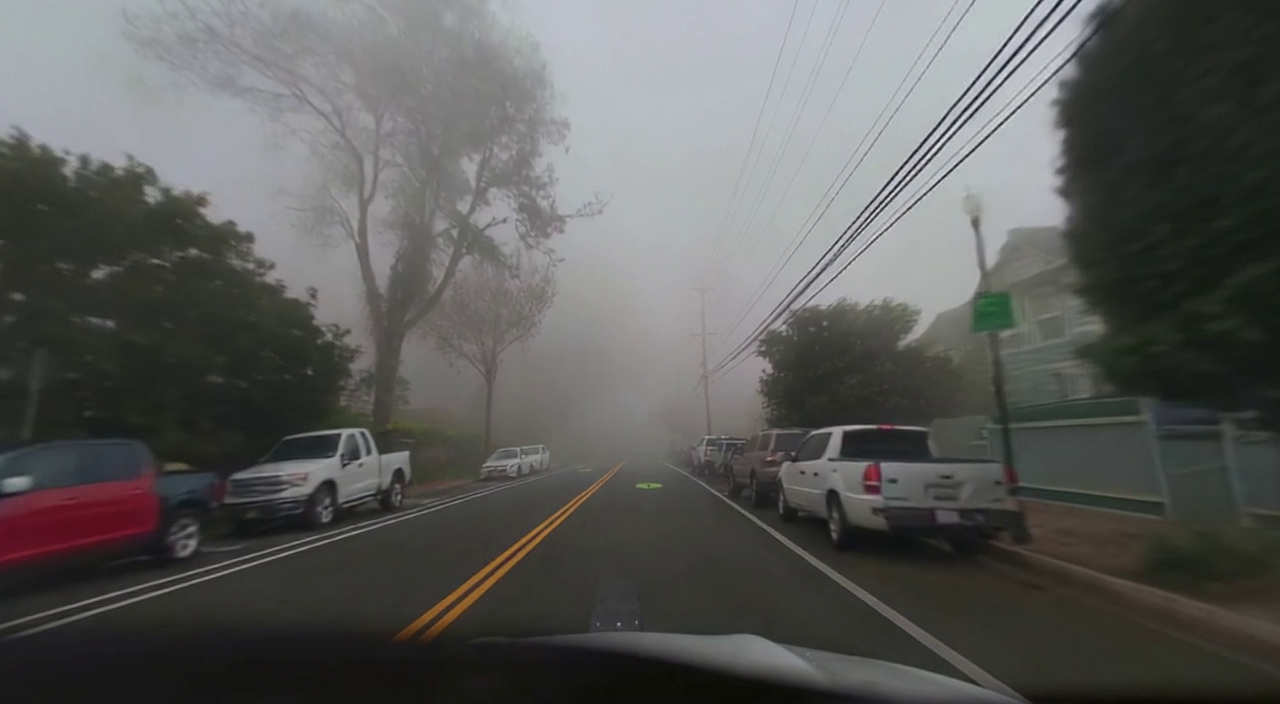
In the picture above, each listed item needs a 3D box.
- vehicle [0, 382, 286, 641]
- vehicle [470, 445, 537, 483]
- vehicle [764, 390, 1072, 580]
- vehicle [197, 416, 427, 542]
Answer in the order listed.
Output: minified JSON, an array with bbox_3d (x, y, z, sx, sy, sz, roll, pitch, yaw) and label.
[{"bbox_3d":[-6.479,1.537,6.744,2.451,2.099,5.112,-1,-7,0],"label":"vehicle"},{"bbox_3d":[-6.563,5.436,30.948,2.084,1.573,4.599,-2,-8,2],"label":"vehicle"},{"bbox_3d":[3.419,1.779,9.310,2.065,1.953,5.359,0,-9,0],"label":"vehicle"},{"bbox_3d":[-6.538,2.529,13.546,2.270,2.098,5.130,-1,-7,-1],"label":"vehicle"}]
